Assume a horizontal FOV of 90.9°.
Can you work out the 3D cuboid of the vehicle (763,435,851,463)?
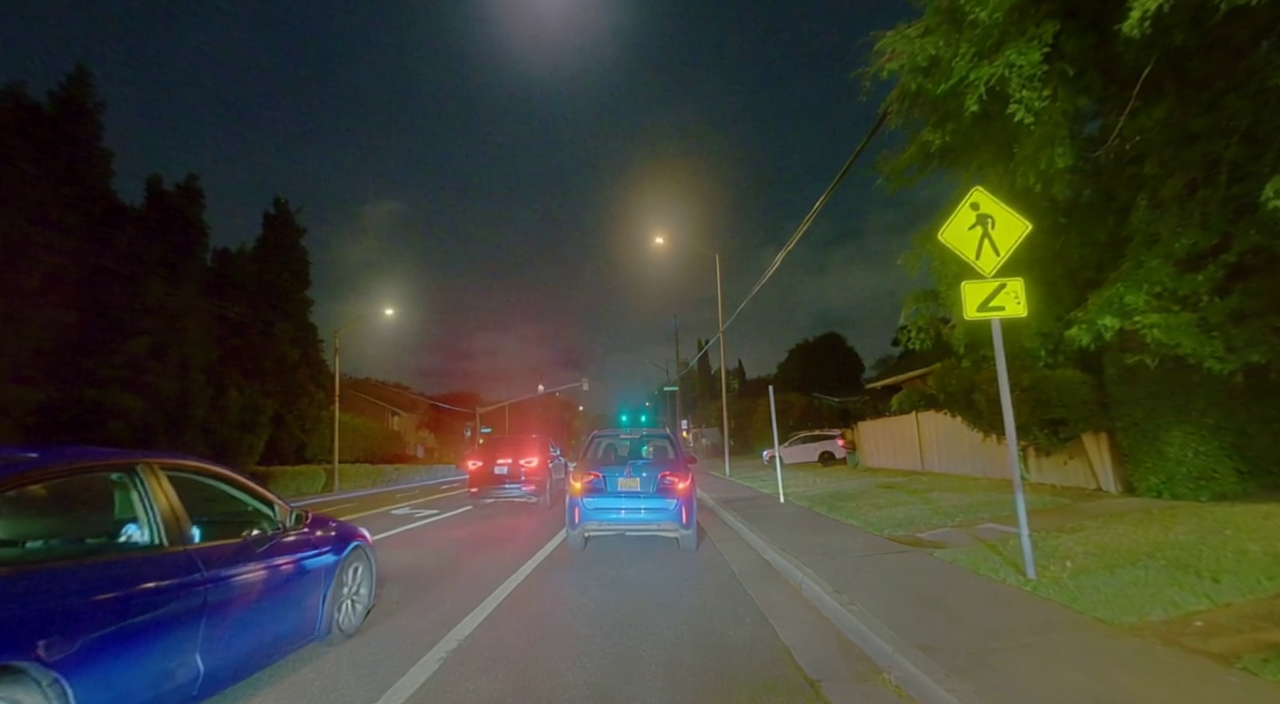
[{"bbox_3d":[9.367,5.467,35.637,4.456,1.504,1.914,-1,-9,5],"label":"vehicle"}]

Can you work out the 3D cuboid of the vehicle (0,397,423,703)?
[{"bbox_3d":[-2.874,1.040,2.948,1.968,1.472,4.685,0,-9,1],"label":"vehicle"}]

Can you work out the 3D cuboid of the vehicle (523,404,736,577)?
[{"bbox_3d":[-0.104,1.683,8.333,2.120,1.718,3.909,0,-9,0],"label":"vehicle"}]

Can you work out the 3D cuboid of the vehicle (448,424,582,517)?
[{"bbox_3d":[-2.558,2.567,14.066,2.000,1.737,4.133,0,-9,2],"label":"vehicle"}]
